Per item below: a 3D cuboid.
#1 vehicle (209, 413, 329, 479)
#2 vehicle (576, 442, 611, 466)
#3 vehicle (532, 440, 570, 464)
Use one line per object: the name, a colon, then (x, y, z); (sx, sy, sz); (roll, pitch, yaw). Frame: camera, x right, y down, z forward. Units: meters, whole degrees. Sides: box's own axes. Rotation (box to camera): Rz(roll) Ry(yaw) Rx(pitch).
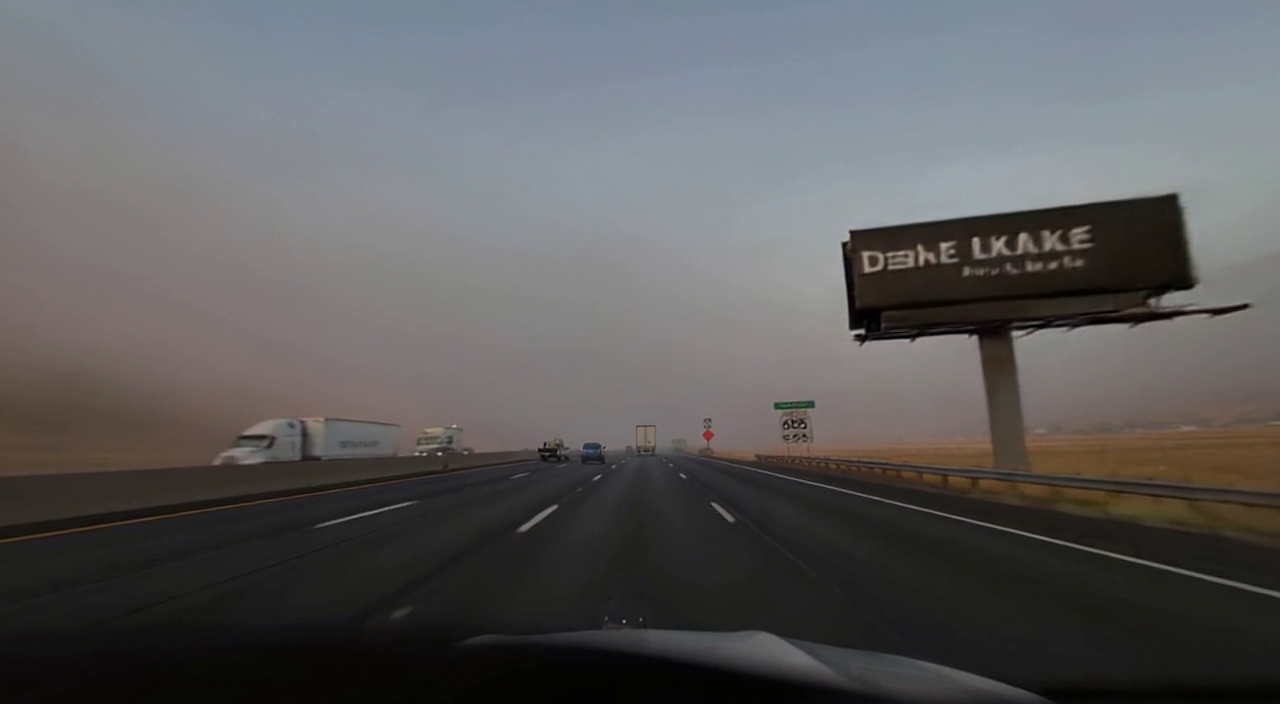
vehicle: (-24.712, 6.338, 42.736); (3.008, 4.009, 8.243); (0, -8, 0)
vehicle: (-3.160, 7.067, 43.859); (2.042, 1.532, 4.396); (0, -8, 0)
vehicle: (-6.679, 7.521, 47.738); (2.062, 1.708, 4.458); (0, -8, 2)
